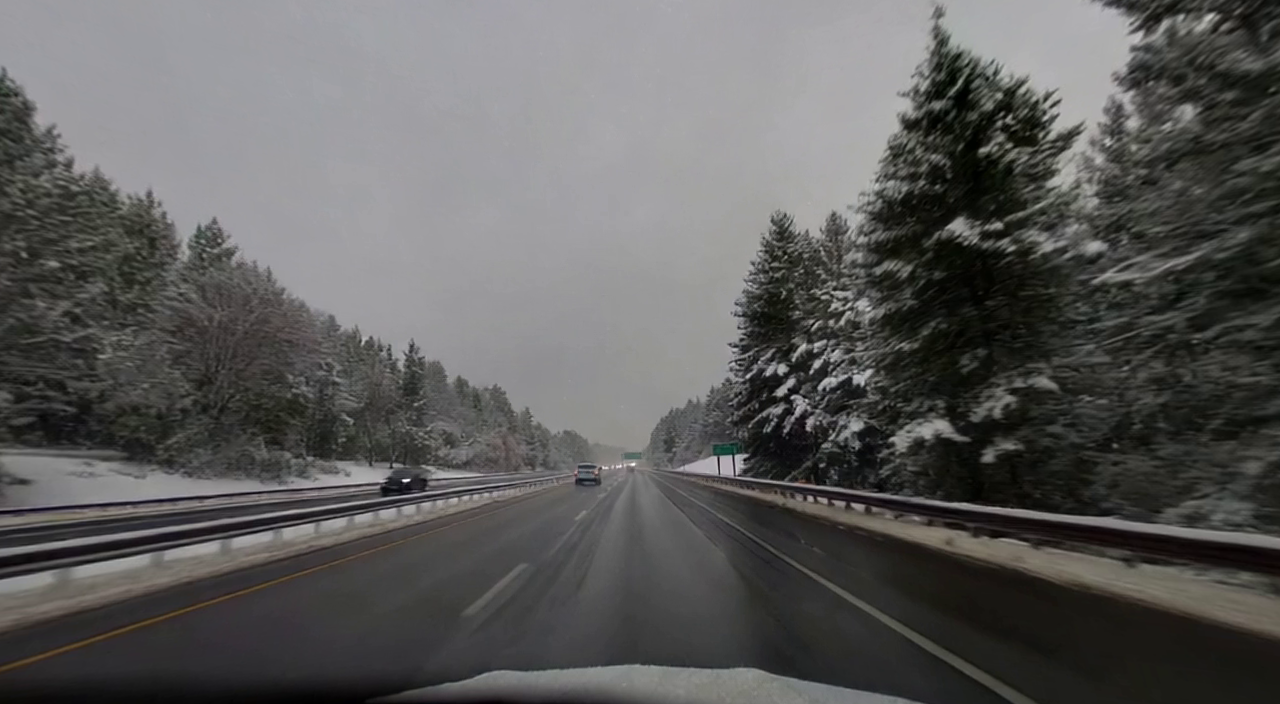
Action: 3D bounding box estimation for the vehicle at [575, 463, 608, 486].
[{"bbox_3d":[-3.612,9.295,48.012,2.121,1.664,4.503,1,-10,0],"label":"vehicle"}]

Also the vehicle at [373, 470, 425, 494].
[{"bbox_3d":[-15.650,8.427,41.153,1.769,1.448,4.147,1,-10,0],"label":"vehicle"}]
